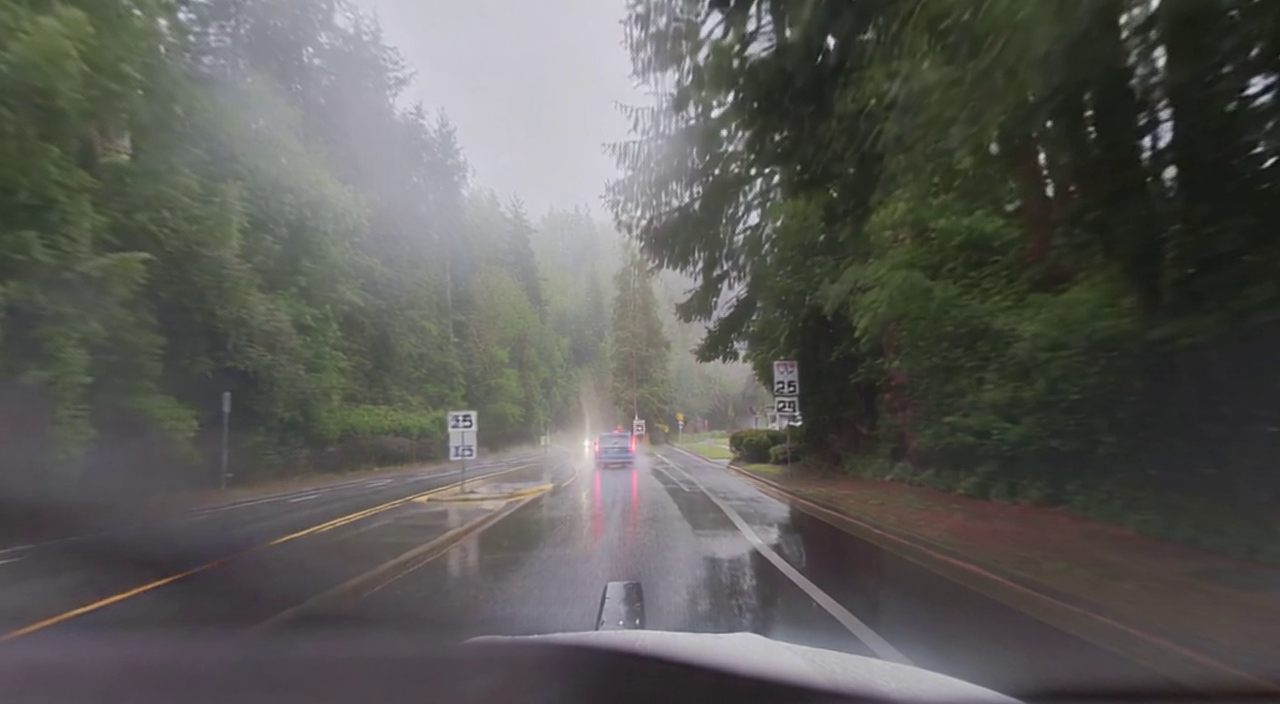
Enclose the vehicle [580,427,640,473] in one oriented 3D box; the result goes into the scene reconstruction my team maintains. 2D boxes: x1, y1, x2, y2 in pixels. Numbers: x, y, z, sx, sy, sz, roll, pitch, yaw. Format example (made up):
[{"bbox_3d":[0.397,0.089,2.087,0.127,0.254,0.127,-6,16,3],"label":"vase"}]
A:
[{"bbox_3d":[-1.259,3.949,25.681,2.216,1.708,4.110,0,-8,-4],"label":"vehicle"}]
